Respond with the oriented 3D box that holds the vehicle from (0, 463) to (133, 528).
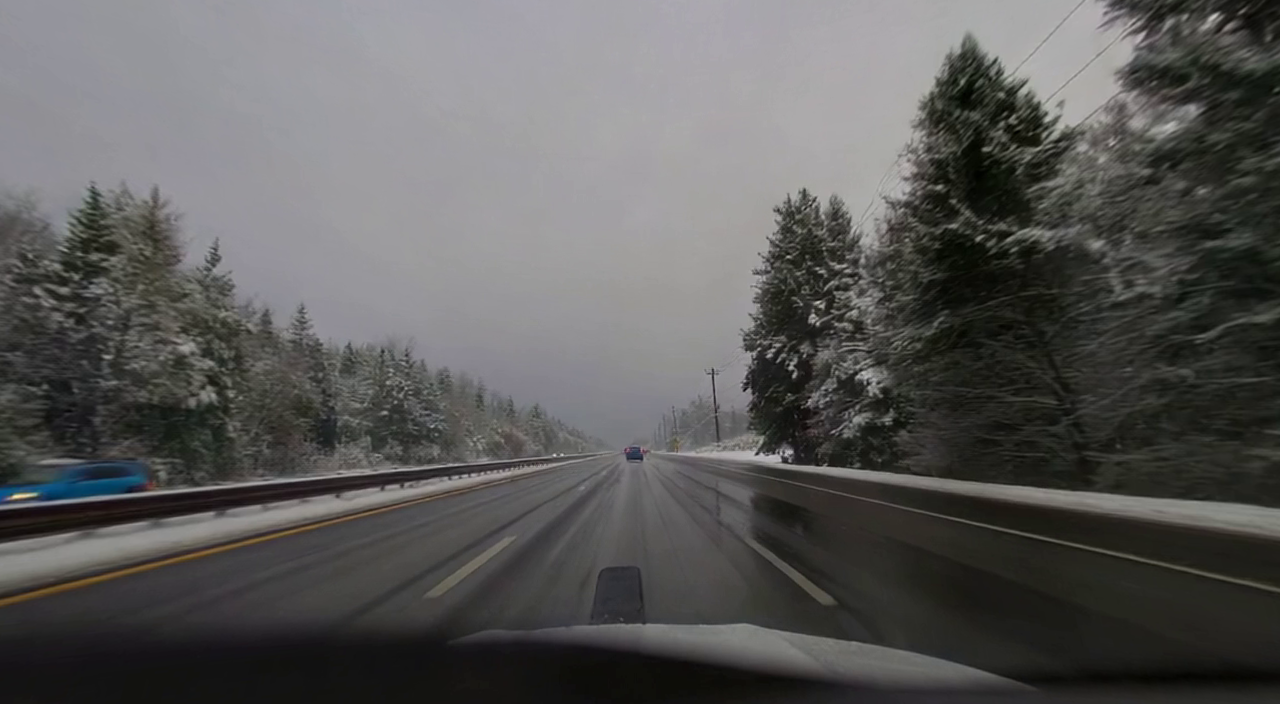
[{"bbox_3d":[-16.132,3.739,16.815,1.843,1.443,4.036,0,-9,-1],"label":"vehicle"}]
